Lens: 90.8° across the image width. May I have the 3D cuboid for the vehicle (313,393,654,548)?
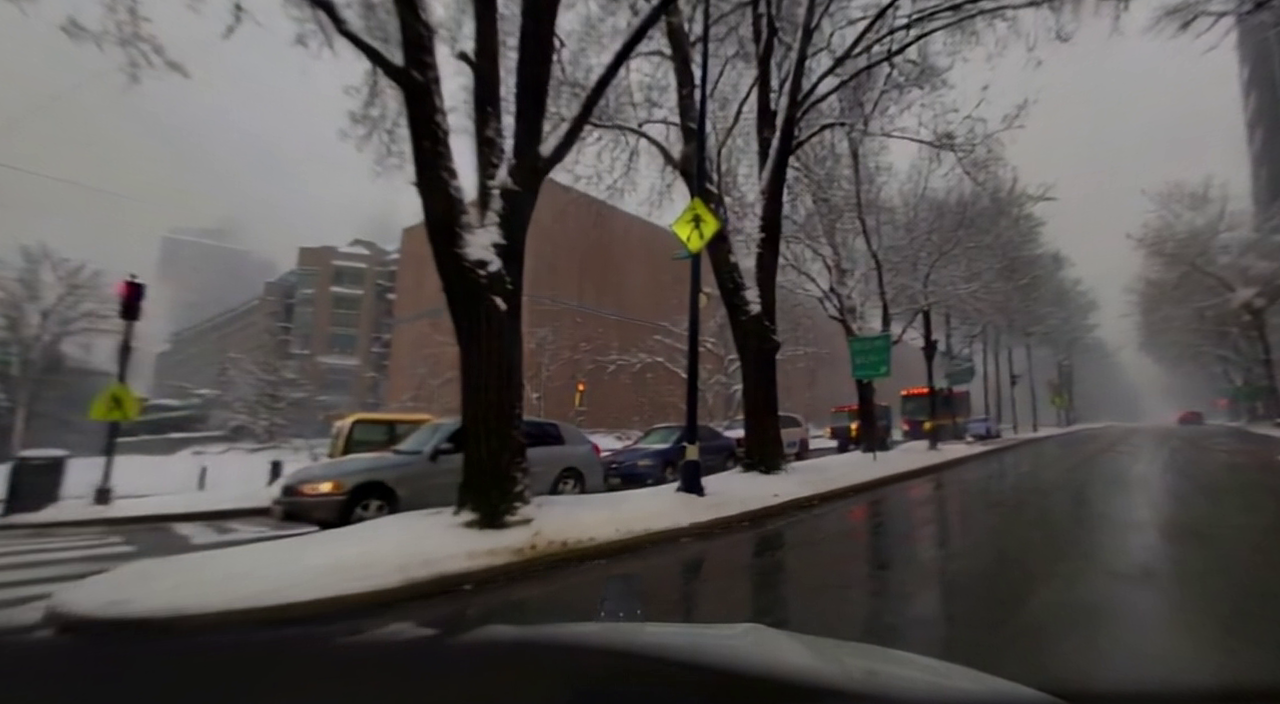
[{"bbox_3d":[-2.104,1.759,9.911,2.053,1.798,4.841,-8,-11,40],"label":"vehicle"}]

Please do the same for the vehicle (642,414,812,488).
[{"bbox_3d":[2.245,2.381,15.259,1.826,1.488,4.628,-8,-11,39],"label":"vehicle"}]

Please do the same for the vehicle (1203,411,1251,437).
[{"bbox_3d":[39.302,4.888,42.408,1.888,1.536,4.381,-7,-11,38],"label":"vehicle"}]

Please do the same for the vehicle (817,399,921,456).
[{"bbox_3d":[8.404,2.816,22.929,1.988,1.855,4.599,-8,-11,40],"label":"vehicle"}]

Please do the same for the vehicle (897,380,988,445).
[{"bbox_3d":[14.086,2.939,29.228,2.268,2.708,5.699,-7,-11,39],"label":"vehicle"}]
